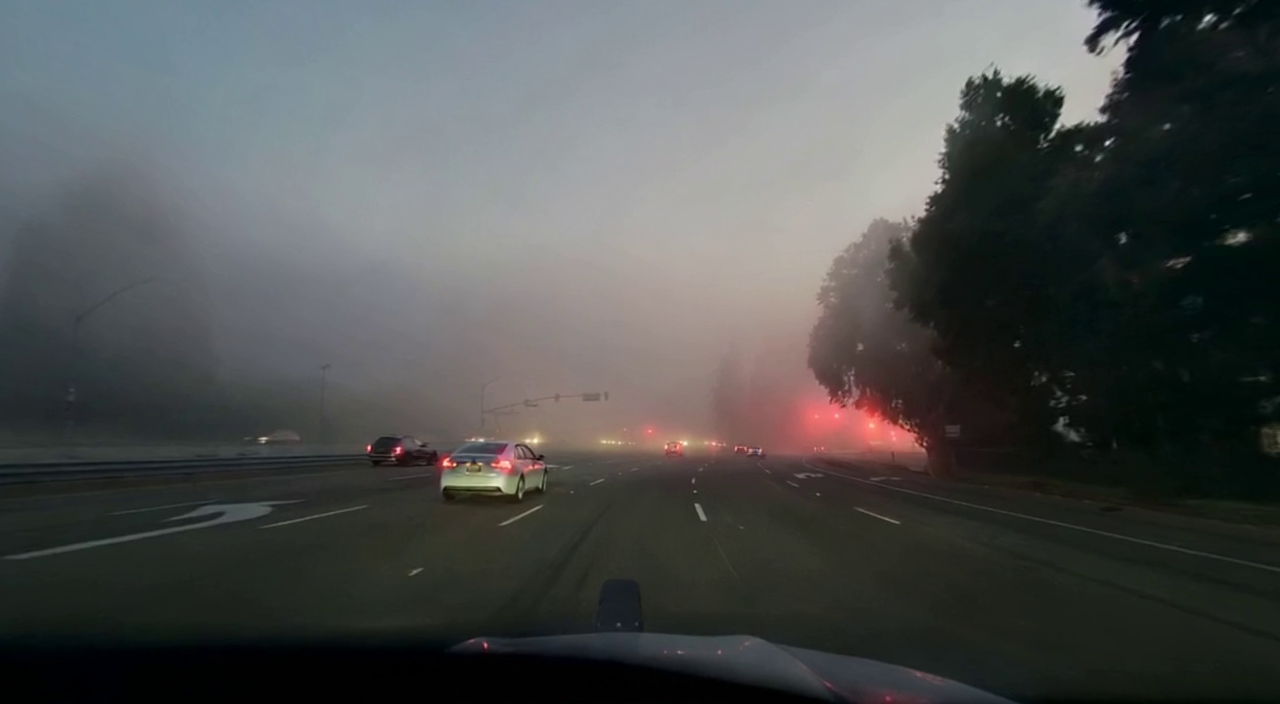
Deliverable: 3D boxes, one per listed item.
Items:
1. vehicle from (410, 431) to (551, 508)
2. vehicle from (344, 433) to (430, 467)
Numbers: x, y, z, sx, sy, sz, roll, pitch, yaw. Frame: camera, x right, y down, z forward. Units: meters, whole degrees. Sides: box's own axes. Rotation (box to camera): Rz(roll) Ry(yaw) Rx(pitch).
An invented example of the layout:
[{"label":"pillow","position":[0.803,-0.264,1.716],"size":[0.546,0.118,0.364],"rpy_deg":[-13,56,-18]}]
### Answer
[{"label":"vehicle","position":[-3.405,2.605,14.431],"size":[1.934,1.463,4.220],"rpy_deg":[-1,-9,3]},{"label":"vehicle","position":[-12.053,4.687,30.385],"size":[1.984,1.488,4.258],"rpy_deg":[-1,-9,7]}]
